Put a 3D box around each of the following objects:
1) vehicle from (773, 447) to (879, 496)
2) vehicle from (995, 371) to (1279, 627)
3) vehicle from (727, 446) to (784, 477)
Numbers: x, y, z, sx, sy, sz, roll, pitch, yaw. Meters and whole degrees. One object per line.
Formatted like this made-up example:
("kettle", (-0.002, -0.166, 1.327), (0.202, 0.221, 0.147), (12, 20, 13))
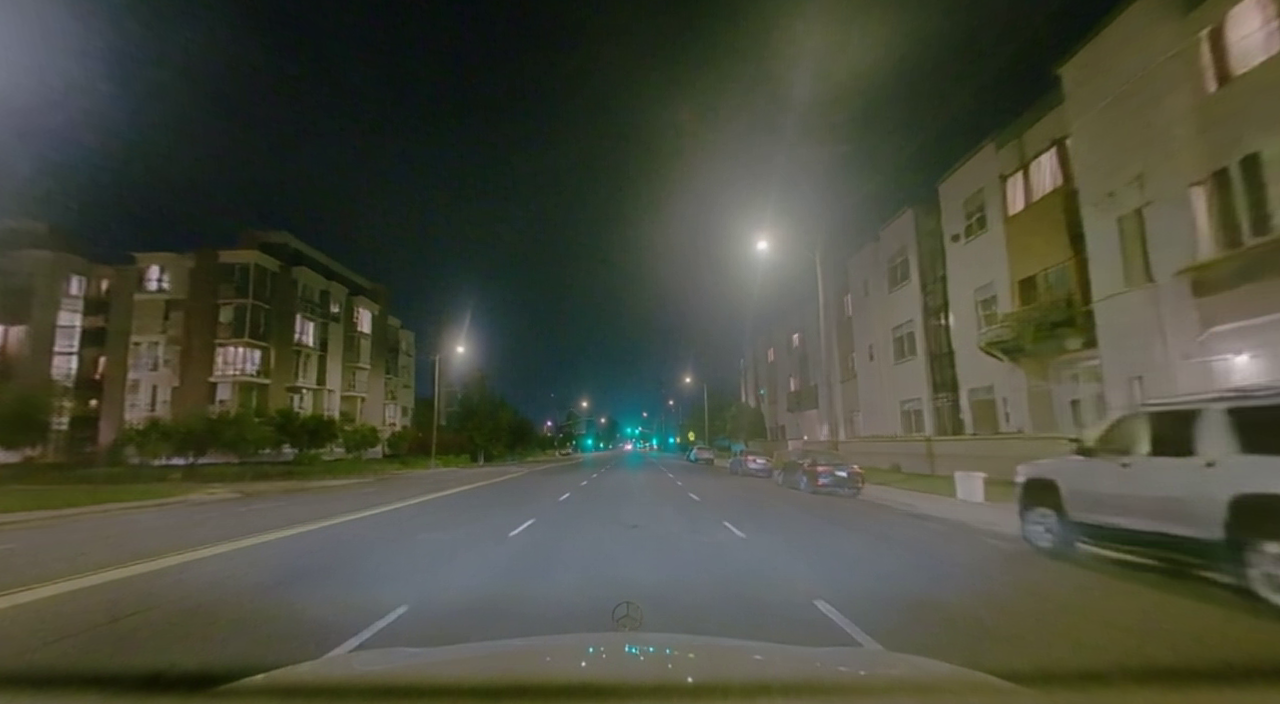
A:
("vehicle", (6.114, 3.967, 21.495), (2.013, 1.408, 5.011), (0, -9, -1))
("vehicle", (6.354, 1.358, 6.269), (2.267, 2.037, 6.240), (-1, -9, 3))
("vehicle", (6.047, 5.753, 33.605), (1.944, 1.478, 4.885), (0, -9, -2))
